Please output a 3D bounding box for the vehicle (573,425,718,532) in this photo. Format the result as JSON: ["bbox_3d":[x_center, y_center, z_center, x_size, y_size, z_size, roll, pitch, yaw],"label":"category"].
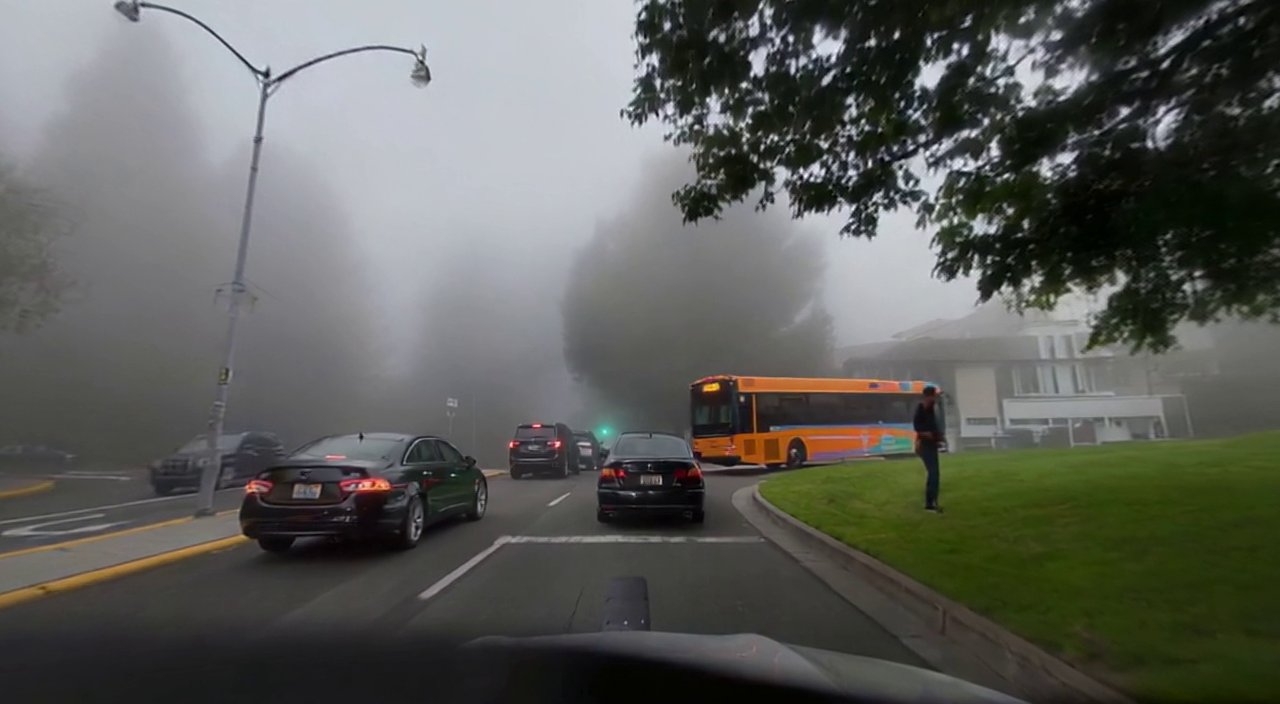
[{"bbox_3d":[0.136,2.054,10.826,2.020,1.478,3.922,0,-8,2],"label":"vehicle"}]

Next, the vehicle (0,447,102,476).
[{"bbox_3d":[-32.161,5.877,34.127,4.473,1.442,1.743,6,-11,-39],"label":"vehicle"}]

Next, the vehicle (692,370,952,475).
[{"bbox_3d":[6.960,2.694,23.503,9.977,3.303,2.948,4,-9,-28],"label":"vehicle"}]

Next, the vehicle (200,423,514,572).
[{"bbox_3d":[-3.351,1.797,8.703,1.953,1.480,4.522,-1,-8,5],"label":"vehicle"}]

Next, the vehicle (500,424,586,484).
[{"bbox_3d":[-3.101,3.370,21.168,2.017,1.761,4.572,0,-8,2],"label":"vehicle"}]
